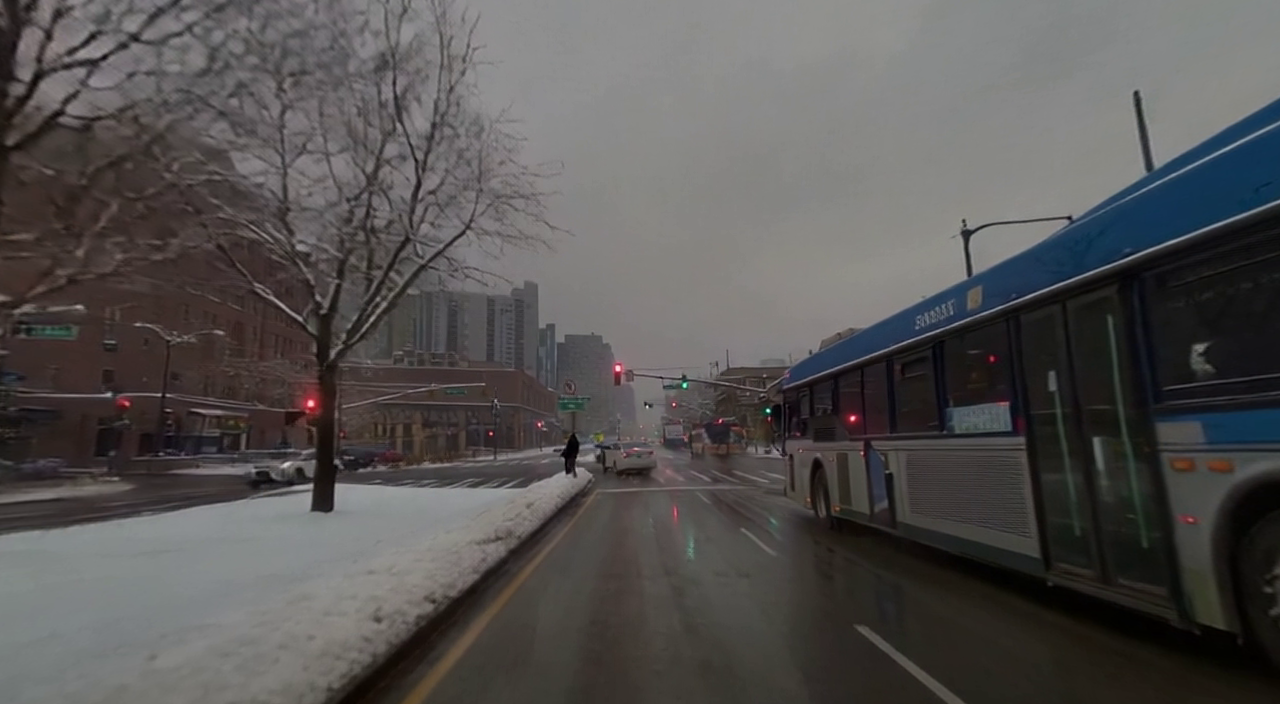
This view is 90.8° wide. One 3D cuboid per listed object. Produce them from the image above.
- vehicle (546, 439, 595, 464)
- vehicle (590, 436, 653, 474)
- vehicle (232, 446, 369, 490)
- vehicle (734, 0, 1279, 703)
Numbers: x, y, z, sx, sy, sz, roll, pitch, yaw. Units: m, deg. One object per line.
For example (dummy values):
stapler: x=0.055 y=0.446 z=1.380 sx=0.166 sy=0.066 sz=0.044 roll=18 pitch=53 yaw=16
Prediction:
vehicle: x=-4.440 y=6.250 z=39.813 sx=2.036 sy=1.467 sz=3.979 roll=3 pitch=-9 yaw=-21
vehicle: x=-0.914 y=4.522 z=27.965 sx=2.123 sy=1.544 sz=4.158 roll=1 pitch=-8 yaw=-11
vehicle: x=-13.292 y=4.526 z=25.030 sx=1.816 sy=1.490 sz=4.417 roll=-6 pitch=-9 yaw=29
vehicle: x=3.318 y=0.064 z=4.173 sx=3.250 sy=3.731 sz=13.693 roll=0 pitch=-8 yaw=0
